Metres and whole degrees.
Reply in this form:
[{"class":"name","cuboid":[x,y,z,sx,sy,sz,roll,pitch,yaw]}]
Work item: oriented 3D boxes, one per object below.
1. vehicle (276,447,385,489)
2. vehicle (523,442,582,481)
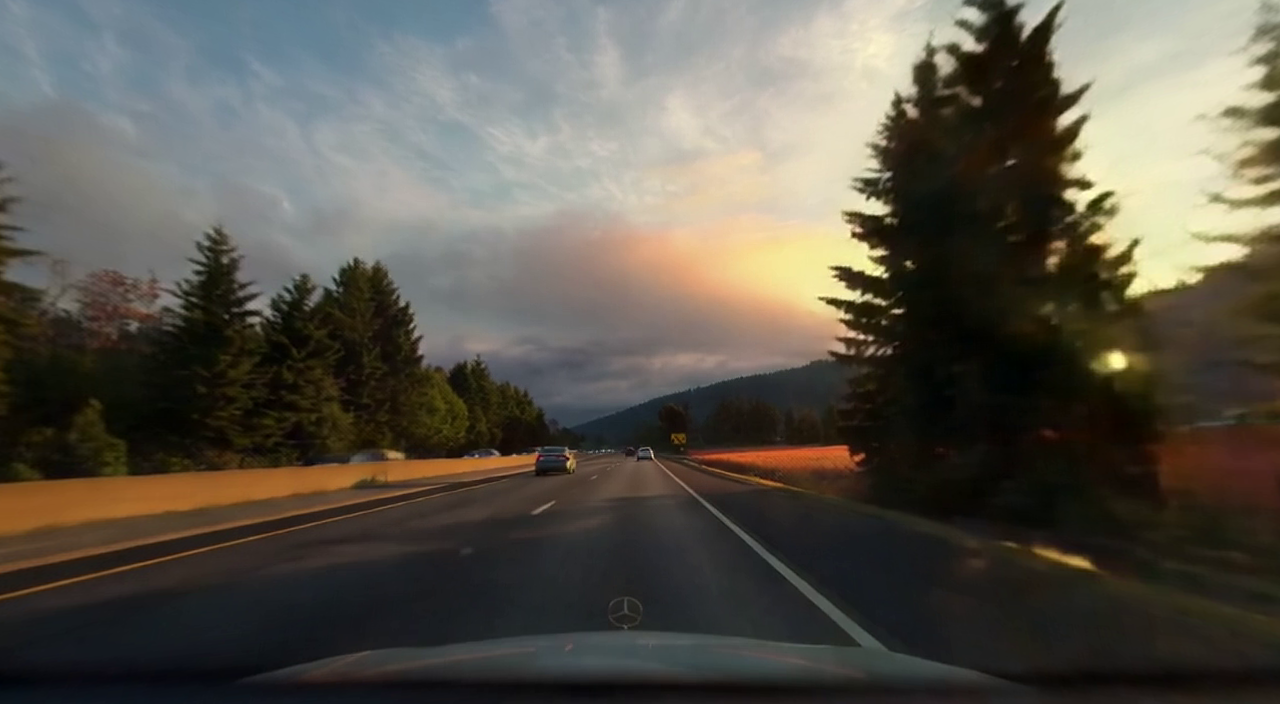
[{"class":"vehicle","cuboid":[-12.683,4.771,26.269,2.083,1.536,4.838,0,-9,0]},{"class":"vehicle","cuboid":[-3.983,5.076,29.485,2.095,1.664,4.305,0,-9,1]}]
